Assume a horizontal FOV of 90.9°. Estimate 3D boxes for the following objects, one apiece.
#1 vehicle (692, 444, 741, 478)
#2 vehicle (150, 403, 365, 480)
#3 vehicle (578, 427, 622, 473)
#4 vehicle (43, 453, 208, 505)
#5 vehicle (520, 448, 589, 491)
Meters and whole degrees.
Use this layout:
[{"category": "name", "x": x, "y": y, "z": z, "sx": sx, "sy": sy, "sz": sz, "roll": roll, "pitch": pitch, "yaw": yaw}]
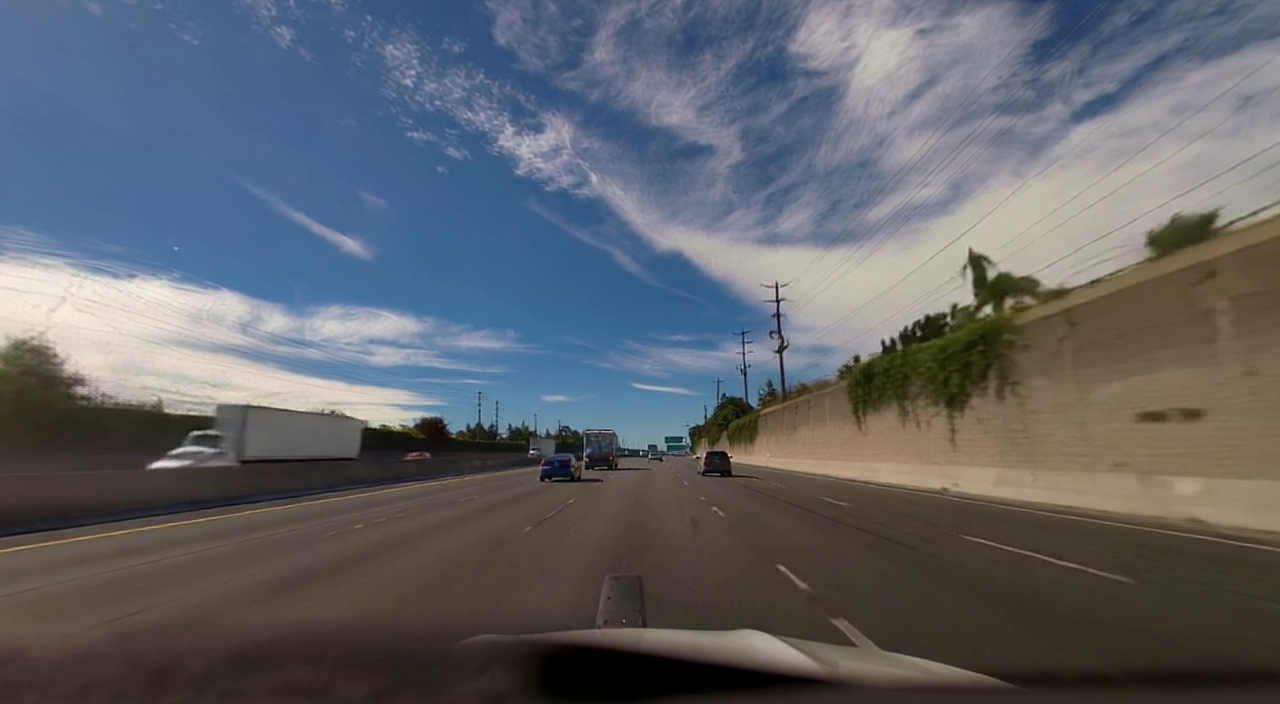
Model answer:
[{"category": "vehicle", "x": 4.359, "y": 6.293, "z": 36.622, "sx": 2.214, "sy": 1.799, "sz": 4.627, "roll": 0, "pitch": -9, "yaw": -1}, {"category": "vehicle", "x": -23.296, "y": 5.882, "z": 40.762, "sx": 3.102, "sy": 3.946, "sz": 16.831, "roll": 0, "pitch": -9, "yaw": 1}, {"category": "vehicle", "x": -2.901, "y": 7.354, "z": 47.421, "sx": 2.632, "sy": 3.153, "sz": 6.879, "roll": 0, "pitch": -9, "yaw": 2}, {"category": "vehicle", "x": -15.519, "y": 3.811, "z": 19.310, "sx": 1.773, "sy": 1.382, "sz": 3.814, "roll": 0, "pitch": -9, "yaw": 1}, {"category": "vehicle", "x": -3.188, "y": 4.474, "z": 24.281, "sx": 2.004, "sy": 1.498, "sz": 4.043, "roll": 0, "pitch": -9, "yaw": 1}]
